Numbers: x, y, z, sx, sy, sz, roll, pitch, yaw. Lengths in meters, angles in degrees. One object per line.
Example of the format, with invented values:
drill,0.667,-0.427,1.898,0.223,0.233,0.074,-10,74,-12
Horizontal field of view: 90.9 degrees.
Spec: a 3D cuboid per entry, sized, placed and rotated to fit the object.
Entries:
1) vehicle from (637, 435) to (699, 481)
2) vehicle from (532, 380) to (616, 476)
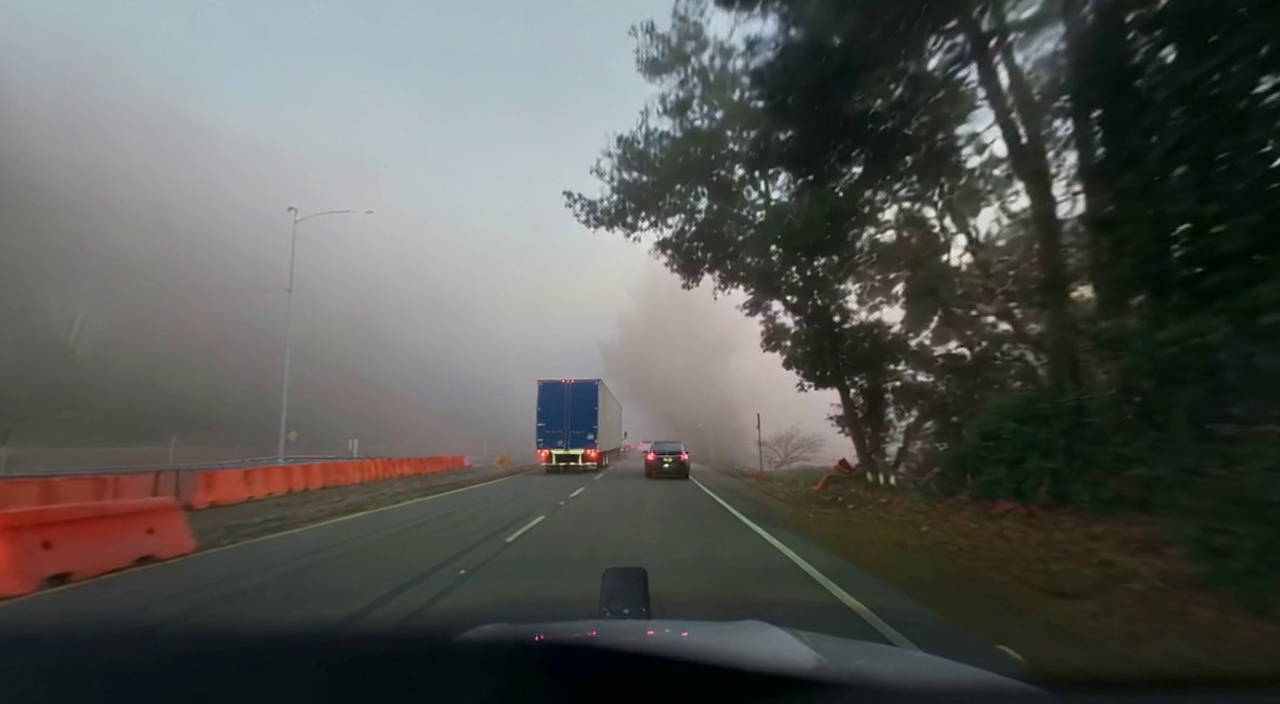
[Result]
vehicle,1.047,4.239,25.565,2.304,1.675,4.462,0,-8,0
vehicle,-3.114,4.368,34.898,2.906,4.115,15.715,0,-8,0
